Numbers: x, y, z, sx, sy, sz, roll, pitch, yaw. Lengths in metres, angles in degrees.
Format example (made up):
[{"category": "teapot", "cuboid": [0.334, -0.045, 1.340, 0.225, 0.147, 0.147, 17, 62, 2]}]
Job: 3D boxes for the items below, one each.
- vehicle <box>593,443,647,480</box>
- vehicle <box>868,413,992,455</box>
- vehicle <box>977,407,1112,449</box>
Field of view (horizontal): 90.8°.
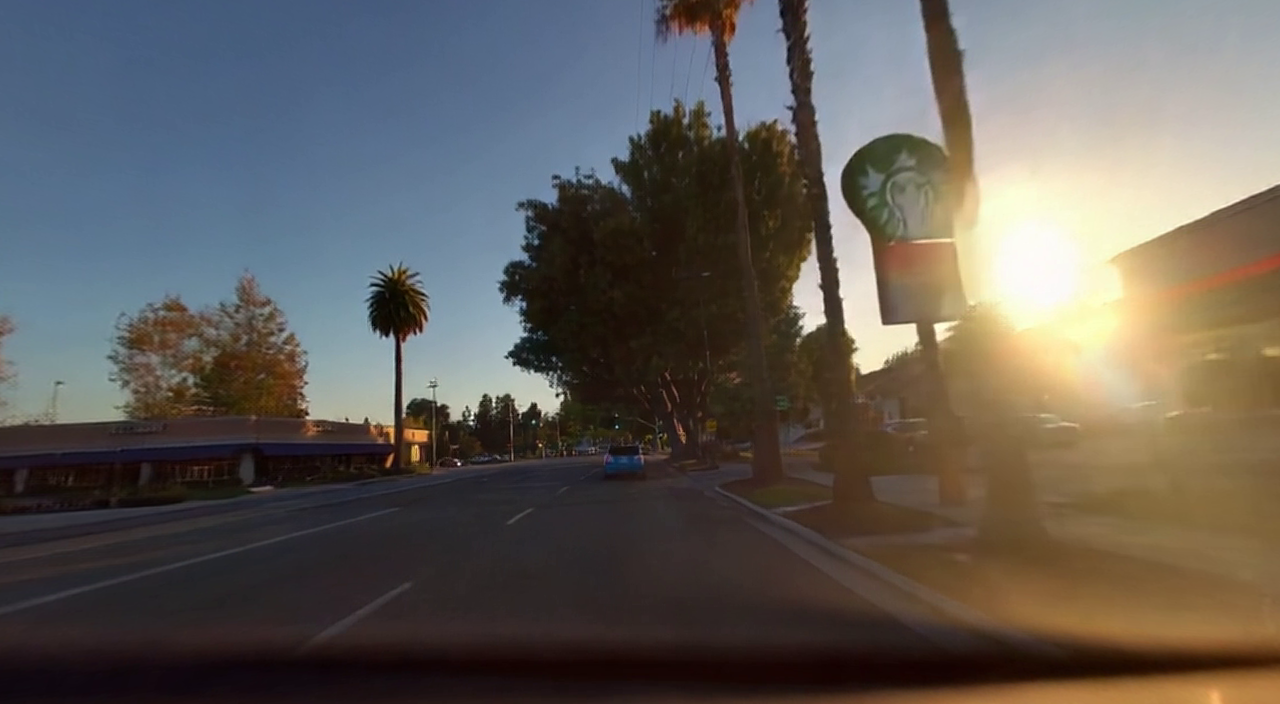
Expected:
[{"category": "vehicle", "cuboid": [-0.837, 4.711, 27.530, 2.156, 1.462, 4.495, 0, -8, -1]}, {"category": "vehicle", "cuboid": [12.533, 3.659, 27.618, 1.873, 1.657, 4.557, 5, -11, -30]}, {"category": "vehicle", "cuboid": [17.773, 3.433, 27.993, 1.856, 1.665, 4.574, 5, -10, -32]}]
